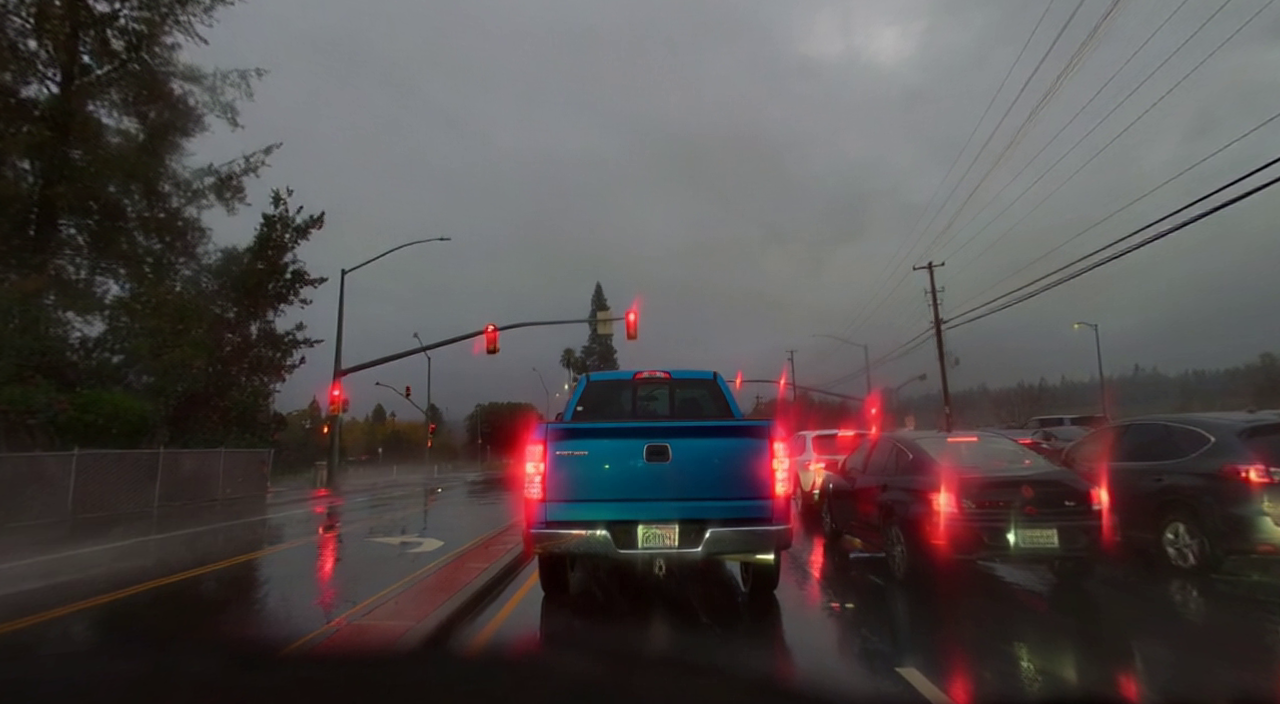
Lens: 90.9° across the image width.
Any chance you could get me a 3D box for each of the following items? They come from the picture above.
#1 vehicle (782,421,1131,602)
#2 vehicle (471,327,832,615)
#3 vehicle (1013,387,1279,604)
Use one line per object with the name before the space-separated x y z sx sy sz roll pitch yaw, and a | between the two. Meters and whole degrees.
vehicle | 3.117 1.638 7.375 1.993 1.495 4.060 0 -8 1
vehicle | 0.120 1.375 8.143 2.831 2.284 6.149 0 -8 1
vehicle | 6.155 1.366 6.471 1.982 1.727 4.352 0 -8 1
